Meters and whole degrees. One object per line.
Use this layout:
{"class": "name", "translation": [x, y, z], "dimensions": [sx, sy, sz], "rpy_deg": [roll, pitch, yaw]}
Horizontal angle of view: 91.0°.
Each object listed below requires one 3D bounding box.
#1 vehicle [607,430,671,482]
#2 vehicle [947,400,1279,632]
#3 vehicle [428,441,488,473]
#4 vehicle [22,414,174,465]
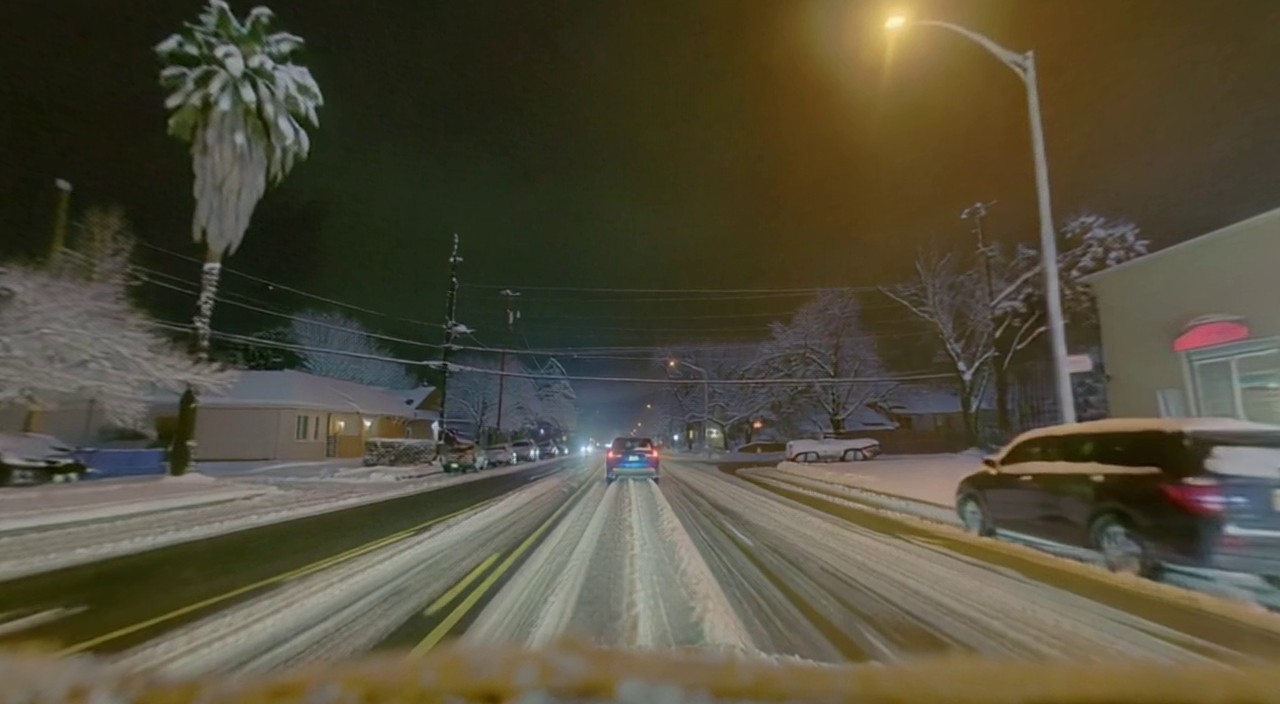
{"class": "vehicle", "translation": [-0.084, 3.999, 24.489], "dimensions": [2.264, 1.798, 4.563], "rpy_deg": [0, -9, -1]}
{"class": "vehicle", "translation": [6.044, 1.653, 7.399], "dimensions": [2.153, 1.801, 5.163], "rpy_deg": [0, -9, -1]}
{"class": "vehicle", "translation": [-10.339, 6.008, 36.201], "dimensions": [2.075, 1.693, 4.696], "rpy_deg": [0, -9, -1]}
{"class": "vehicle", "translation": [-20.701, 3.377, 24.162], "dimensions": [1.911, 1.762, 4.127], "rpy_deg": [-8, -12, 43]}
